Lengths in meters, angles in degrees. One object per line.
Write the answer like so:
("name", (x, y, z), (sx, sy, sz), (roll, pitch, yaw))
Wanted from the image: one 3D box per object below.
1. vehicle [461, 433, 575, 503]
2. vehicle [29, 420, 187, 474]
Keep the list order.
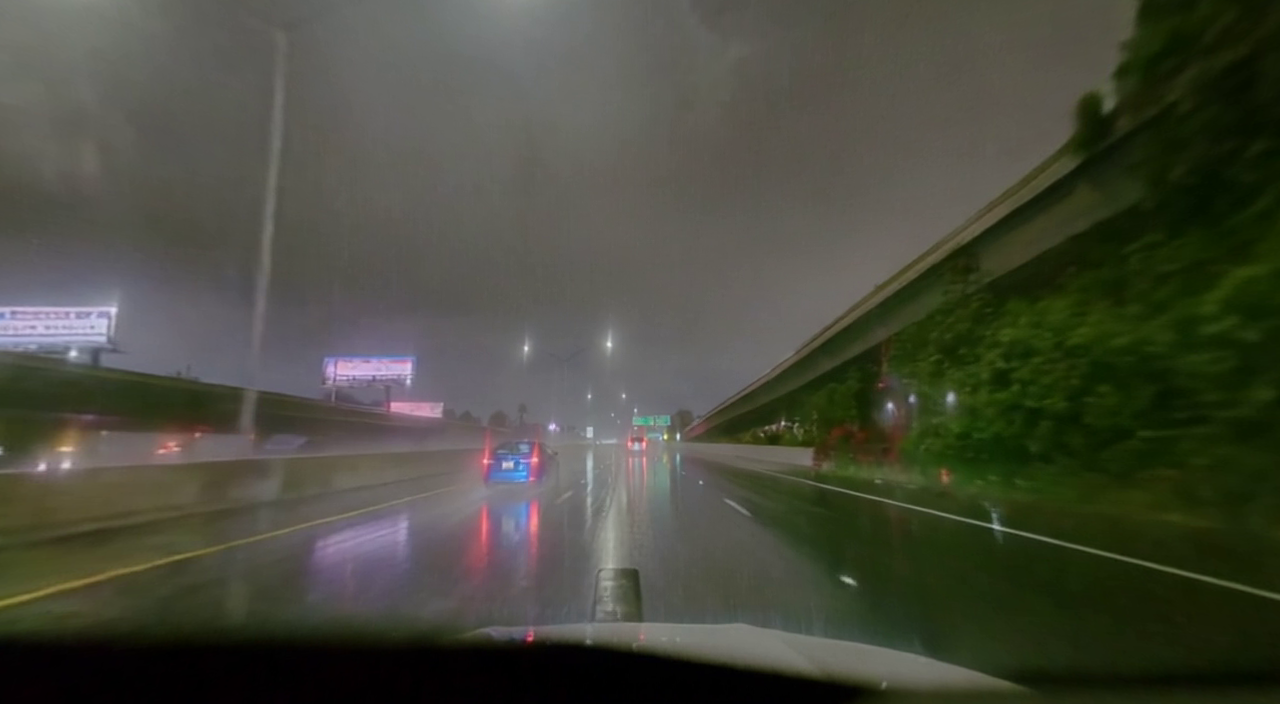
("vehicle", (-3.001, 2.968, 16.694), (2.029, 1.557, 4.570), (0, -8, 1))
("vehicle", (-40.892, 7.395, 49.381), (2.976, 3.691, 10.721), (0, -8, 0))
